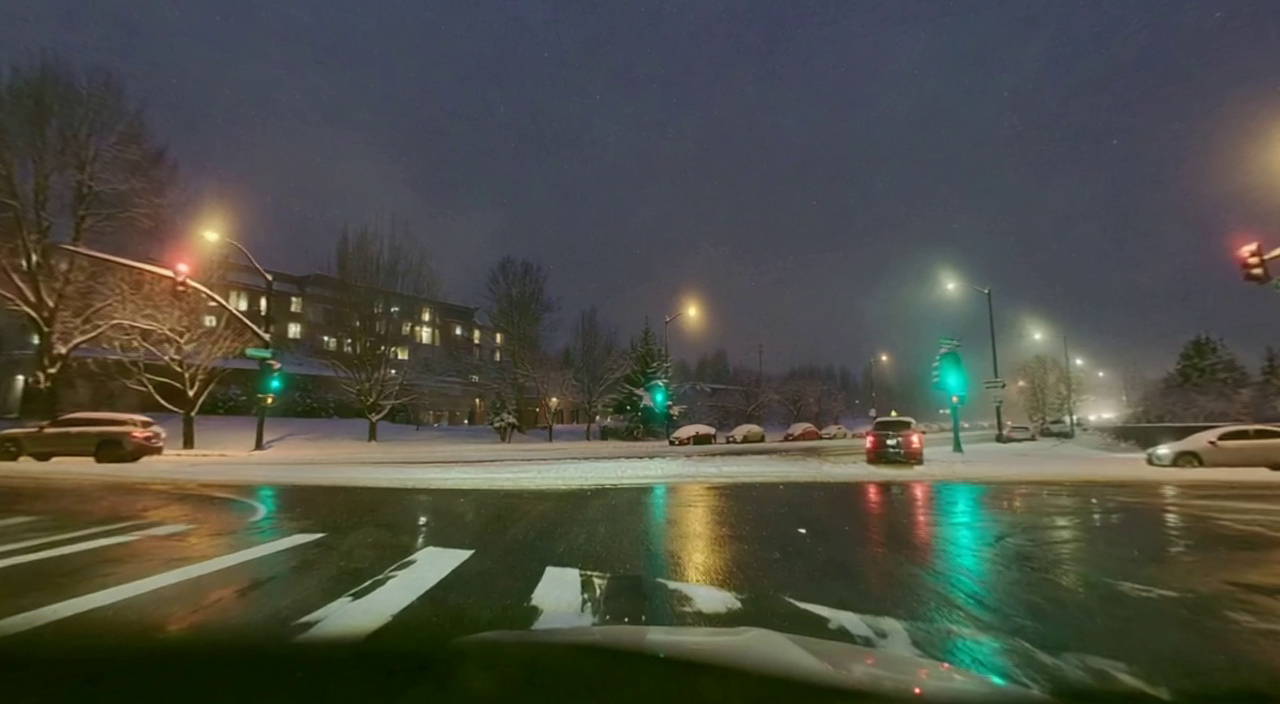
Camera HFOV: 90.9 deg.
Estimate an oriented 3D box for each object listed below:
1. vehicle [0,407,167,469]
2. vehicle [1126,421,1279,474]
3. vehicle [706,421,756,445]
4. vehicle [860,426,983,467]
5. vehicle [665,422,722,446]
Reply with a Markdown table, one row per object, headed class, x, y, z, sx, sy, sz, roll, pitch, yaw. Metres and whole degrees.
| class | x | y | z | sx | sy | sz | roll | pitch | yaw |
| --- | --- | --- | --- | --- | --- | --- | --- | --- | --- |
| vehicle | -19.333 | 2.785 | 20.354 | 5.978 | 1.852 | 2.304 | 1 | -8 | -7 |
| vehicle | 17.975 | 2.918 | 19.247 | 4.741 | 1.476 | 2.042 | -7 | -11 | 40 |
| vehicle | 5.789 | 5.144 | 39.730 | 1.852 | 1.465 | 4.092 | -4 | -9 | 28 |
| vehicle | 11.113 | 3.782 | 25.329 | 2.148 | 1.488 | 4.508 | 2 | -9 | -13 |
| vehicle | 3.871 | 5.897 | 45.274 | 1.922 | 1.628 | 4.291 | -7 | -11 | 40 |
